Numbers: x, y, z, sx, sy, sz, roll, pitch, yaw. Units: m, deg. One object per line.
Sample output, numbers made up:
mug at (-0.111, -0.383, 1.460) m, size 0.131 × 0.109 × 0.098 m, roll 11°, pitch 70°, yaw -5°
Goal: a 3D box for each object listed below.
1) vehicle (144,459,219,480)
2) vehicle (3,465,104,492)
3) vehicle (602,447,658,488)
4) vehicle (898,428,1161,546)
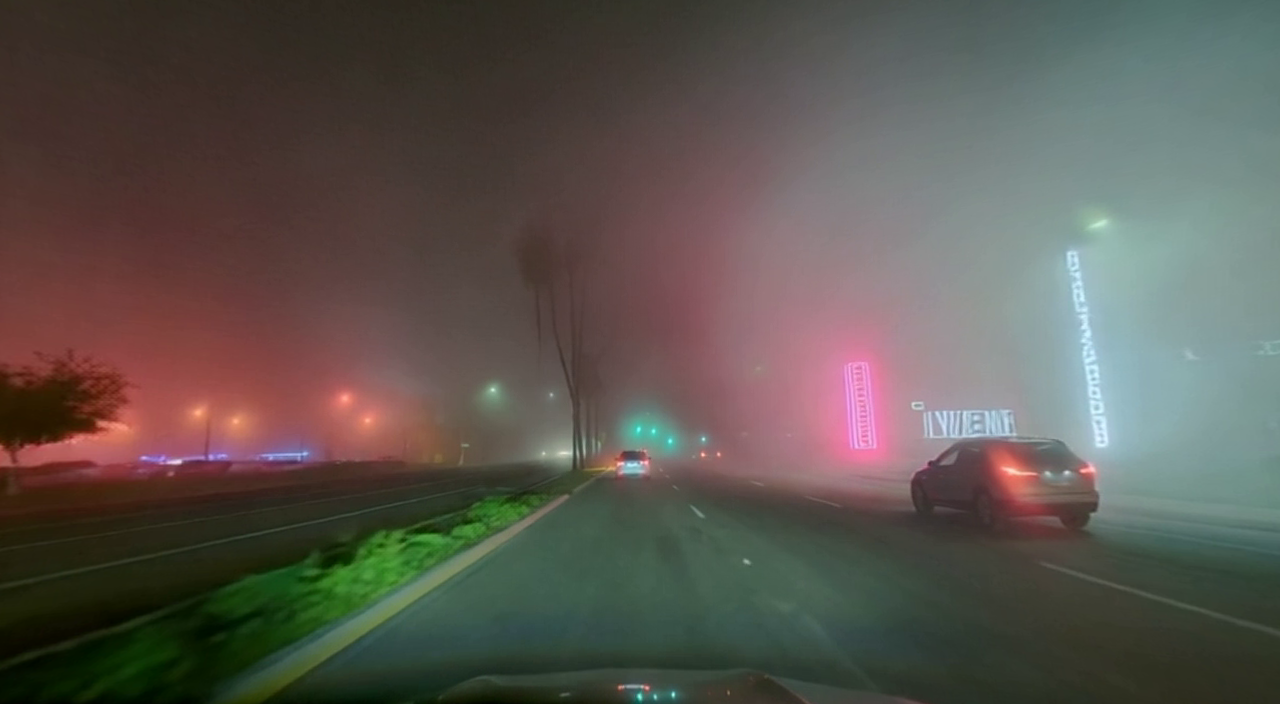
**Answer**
vehicle at (-33.561, 8.577, 46.120) m, size 3.986 × 1.432 × 1.885 m, roll 0°, pitch -8°, yaw 0°
vehicle at (-33.819, 7.299, 36.357) m, size 4.047 × 1.400 × 1.866 m, roll 0°, pitch -8°, yaw 3°
vehicle at (-0.366, 4.356, 24.115) m, size 1.970 × 1.402 × 3.756 m, roll 0°, pitch -8°, yaw 0°
vehicle at (6.313, 2.196, 10.887) m, size 1.949 × 1.647 × 3.894 m, roll 0°, pitch -8°, yaw -2°
